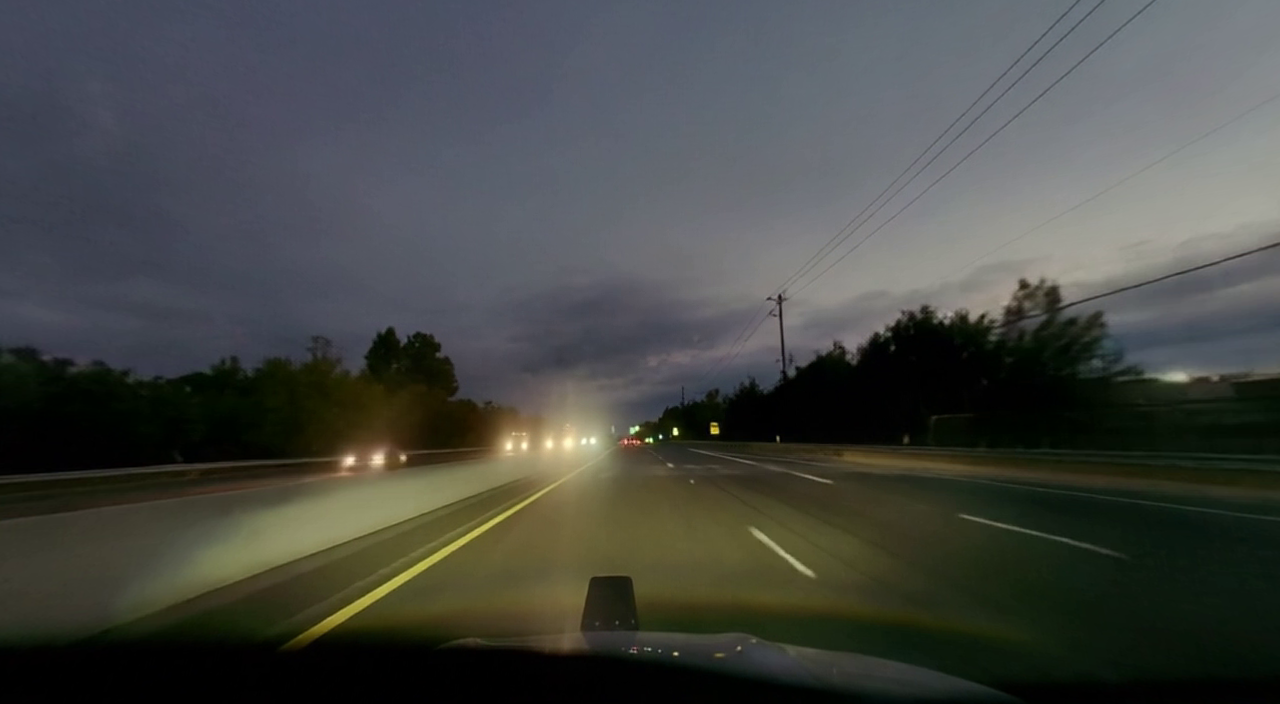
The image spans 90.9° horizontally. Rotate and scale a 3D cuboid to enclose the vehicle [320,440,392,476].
[{"bbox_3d":[-13.410,5.008,30.003,1.772,1.608,3.389,0,-8,1],"label":"vehicle"}]
